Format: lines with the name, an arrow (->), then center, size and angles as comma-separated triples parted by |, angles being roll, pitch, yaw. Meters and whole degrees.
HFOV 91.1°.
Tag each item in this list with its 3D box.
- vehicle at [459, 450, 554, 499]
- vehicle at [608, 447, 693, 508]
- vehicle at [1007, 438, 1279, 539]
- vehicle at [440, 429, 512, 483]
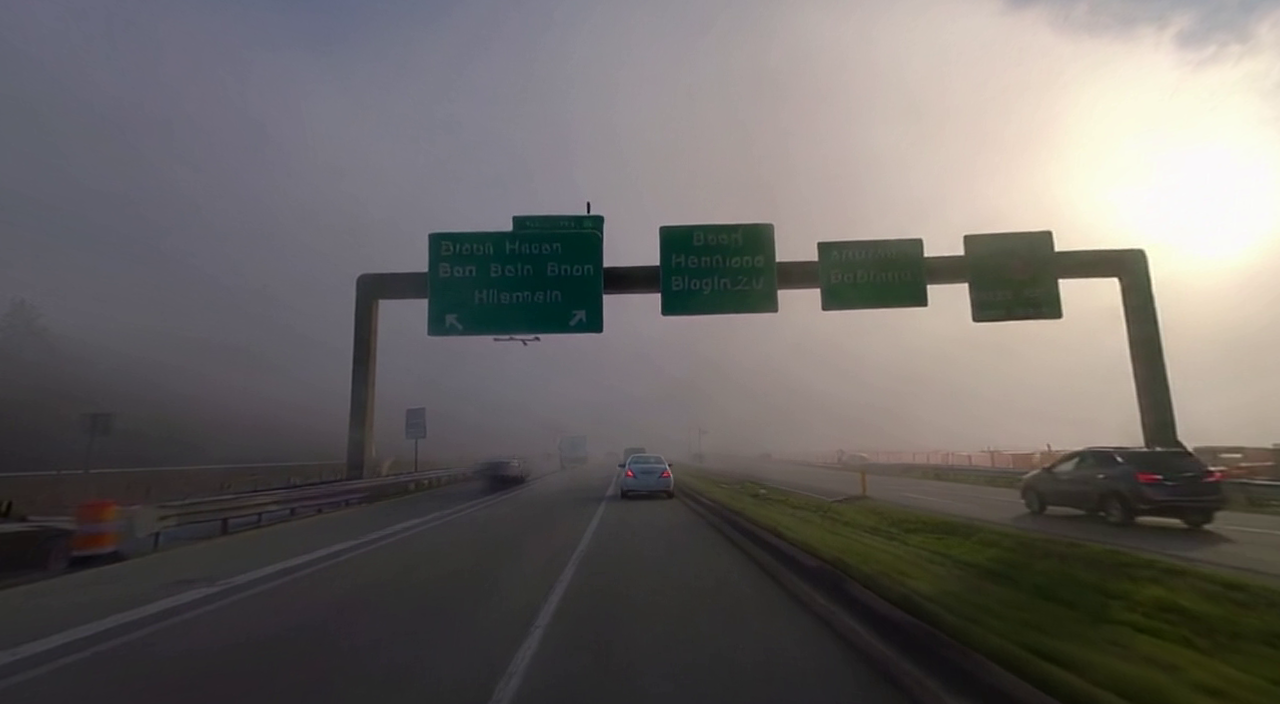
vehicle -> -4.198, 3.926, 20.508 | 2.063, 1.417, 4.000 | -1, -9, 2
vehicle -> 0.262, 3.356, 17.205 | 2.080, 1.451, 3.512 | 0, -9, 0
vehicle -> 8.651, 2.312, 11.215 | 1.935, 1.470, 3.589 | 0, -9, -2
vehicle -> -7.552, 4.845, 29.553 | 2.204, 2.295, 4.830 | 0, -9, -2
